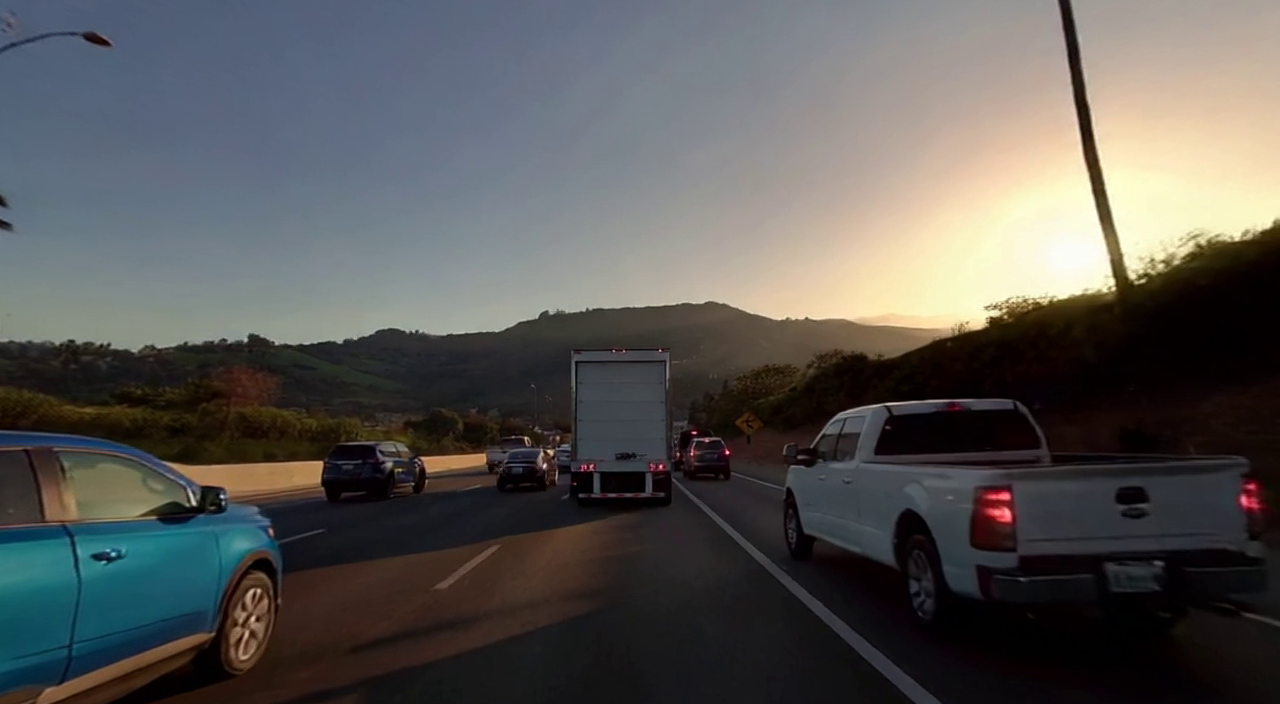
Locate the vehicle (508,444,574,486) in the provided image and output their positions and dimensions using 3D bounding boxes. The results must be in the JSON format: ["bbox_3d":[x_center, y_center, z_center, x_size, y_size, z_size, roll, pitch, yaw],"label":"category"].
[{"bbox_3d":[-3.761,4.369,24.815,1.874,1.475,4.328,0,-9,0],"label":"vehicle"}]

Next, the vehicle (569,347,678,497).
[{"bbox_3d":[-0.391,2.676,22.428,2.906,4.040,10.743,0,-9,1],"label":"vehicle"}]

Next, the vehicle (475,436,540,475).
[{"bbox_3d":[-7.305,5.771,35.448,2.344,1.954,5.579,0,-9,1],"label":"vehicle"}]

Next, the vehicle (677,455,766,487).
[{"bbox_3d":[2.977,4.568,24.665,2.635,1.036,5.568,0,-9,-1],"label":"vehicle"}]

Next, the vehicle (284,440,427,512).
[{"bbox_3d":[-7.069,3.104,16.235,1.766,1.585,4.094,0,-9,-1],"label":"vehicle"}]

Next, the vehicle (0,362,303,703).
[{"bbox_3d":[-3.316,0.884,2.363,1.885,1.654,4.103,0,-9,-1],"label":"vehicle"}]

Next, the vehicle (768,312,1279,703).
[{"bbox_3d":[2.630,1.184,4.801,2.098,1.827,5.538,0,-9,-1],"label":"vehicle"}]
